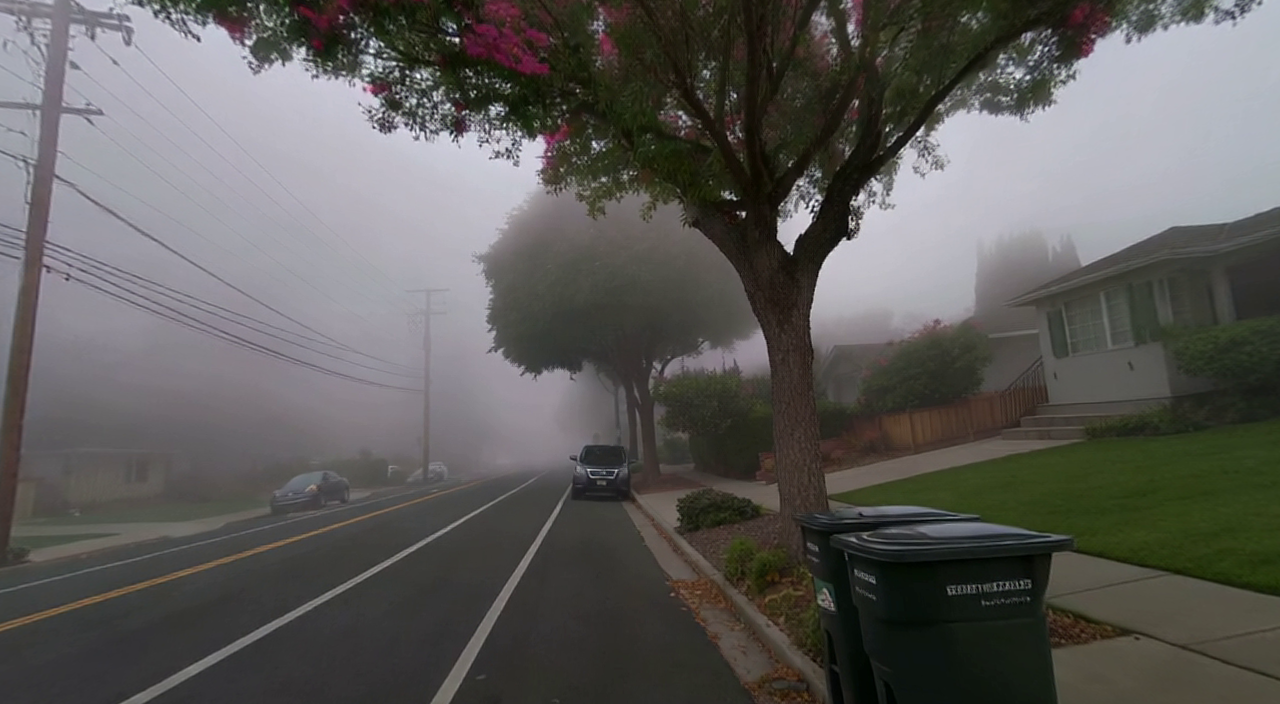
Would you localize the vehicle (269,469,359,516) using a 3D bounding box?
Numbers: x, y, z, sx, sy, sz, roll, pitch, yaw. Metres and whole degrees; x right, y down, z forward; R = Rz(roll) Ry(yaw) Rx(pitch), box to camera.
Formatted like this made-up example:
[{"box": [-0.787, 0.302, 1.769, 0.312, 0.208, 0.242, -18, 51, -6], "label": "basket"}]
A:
[{"box": [-13.773, 5.919, 26.994, 1.982, 1.660, 4.142, 1, -8, -6], "label": "vehicle"}]

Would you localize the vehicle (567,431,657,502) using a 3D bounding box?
[{"box": [-0.831, 3.077, 17.394, 2.190, 1.708, 4.115, 0, -8, -4], "label": "vehicle"}]
